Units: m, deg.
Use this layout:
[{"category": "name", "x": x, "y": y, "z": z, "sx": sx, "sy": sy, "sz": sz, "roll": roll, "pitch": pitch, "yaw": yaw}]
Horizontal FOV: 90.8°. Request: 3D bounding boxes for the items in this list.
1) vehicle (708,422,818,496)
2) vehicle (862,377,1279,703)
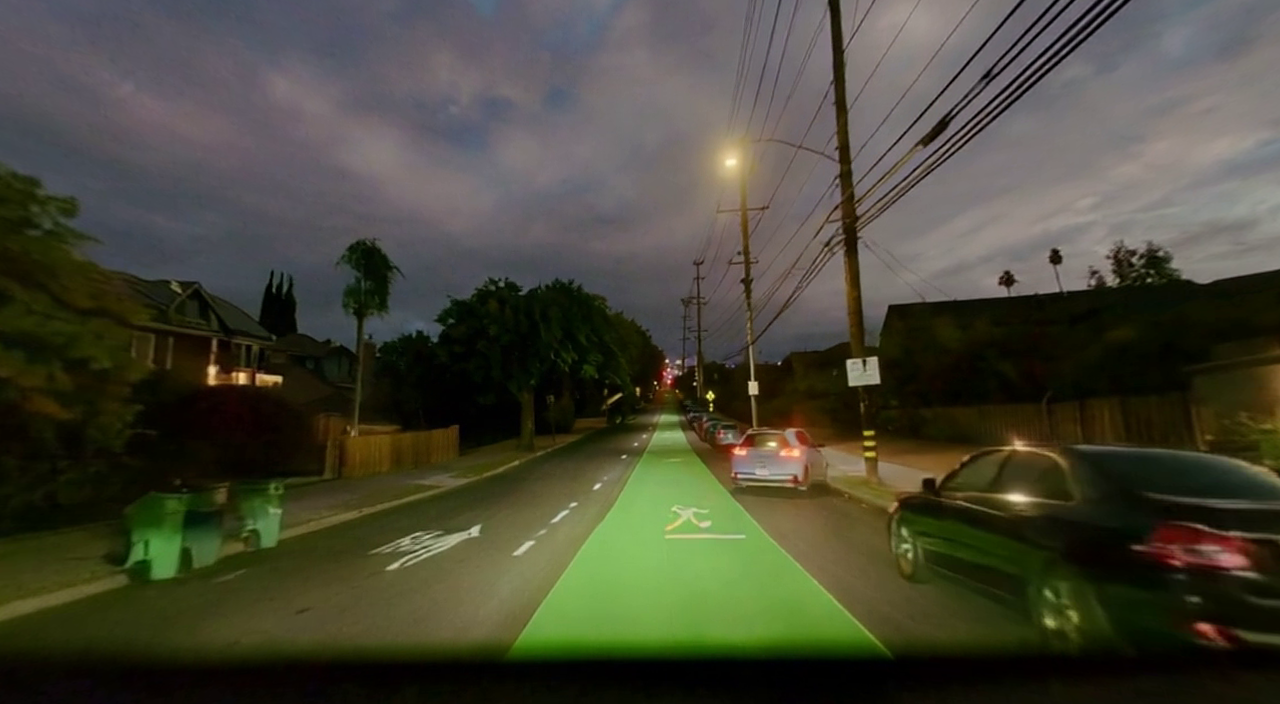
[{"category": "vehicle", "x": 3.016, "y": 2.563, "z": 15.450, "sx": 2.235, "sy": 1.500, "sz": 4.496, "roll": -2, "pitch": -9, "yaw": 12}, {"category": "vehicle", "x": 3.446, "y": 1.277, "z": 4.839, "sx": 1.909, "sy": 1.694, "sz": 4.472, "roll": 0, "pitch": -9, "yaw": 1}]
